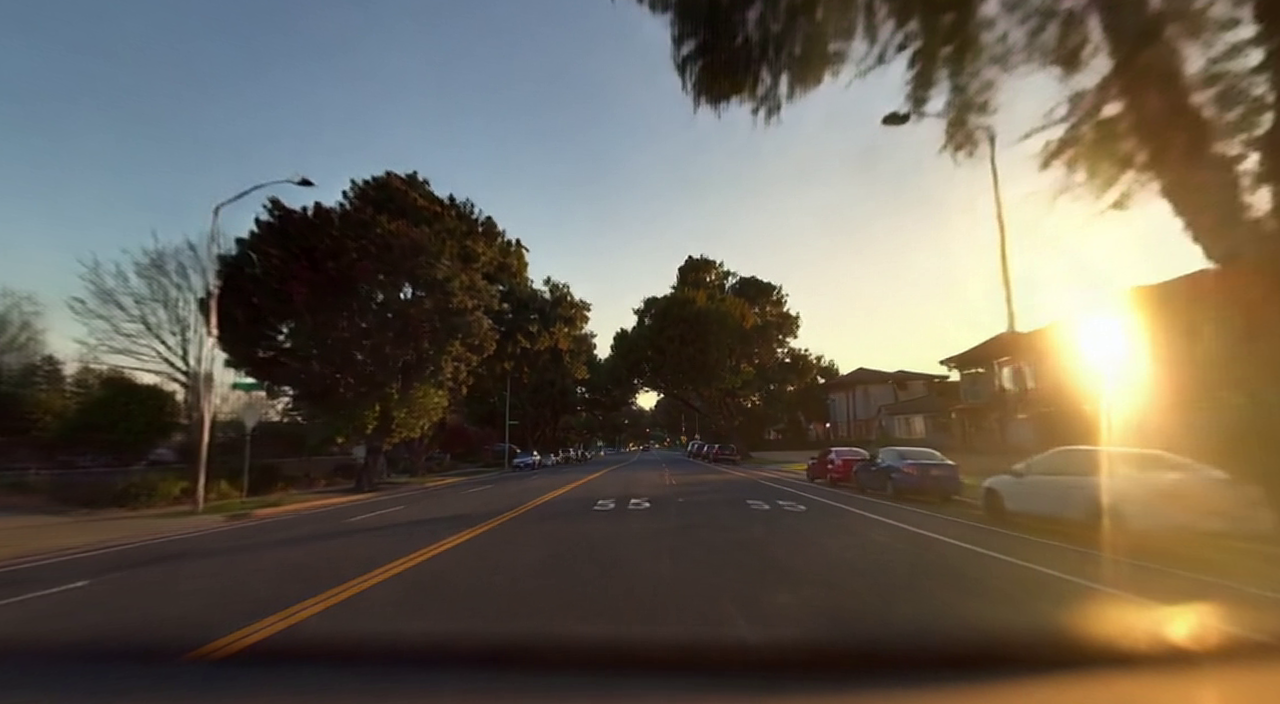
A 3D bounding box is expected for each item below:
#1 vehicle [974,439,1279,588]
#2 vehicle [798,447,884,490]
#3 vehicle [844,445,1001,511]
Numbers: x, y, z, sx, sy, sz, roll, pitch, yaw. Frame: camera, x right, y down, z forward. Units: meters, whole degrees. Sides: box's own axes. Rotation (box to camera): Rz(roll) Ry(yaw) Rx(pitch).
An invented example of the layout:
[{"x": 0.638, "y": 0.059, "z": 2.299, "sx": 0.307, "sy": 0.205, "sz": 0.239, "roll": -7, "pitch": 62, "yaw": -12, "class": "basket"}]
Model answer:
[{"x": 6.893, "y": 1.991, "z": 8.789, "sx": 1.940, "sy": 1.481, "sz": 4.650, "roll": 0, "pitch": -9, "yaw": 0, "class": "vehicle"}, {"x": 7.253, "y": 4.218, "z": 23.270, "sx": 1.854, "sy": 1.425, "sz": 4.316, "roll": -1, "pitch": -9, "yaw": 2, "class": "vehicle"}, {"x": 7.051, "y": 3.168, "z": 16.423, "sx": 2.001, "sy": 1.454, "sz": 4.494, "roll": 0, "pitch": -9, "yaw": 0, "class": "vehicle"}]
